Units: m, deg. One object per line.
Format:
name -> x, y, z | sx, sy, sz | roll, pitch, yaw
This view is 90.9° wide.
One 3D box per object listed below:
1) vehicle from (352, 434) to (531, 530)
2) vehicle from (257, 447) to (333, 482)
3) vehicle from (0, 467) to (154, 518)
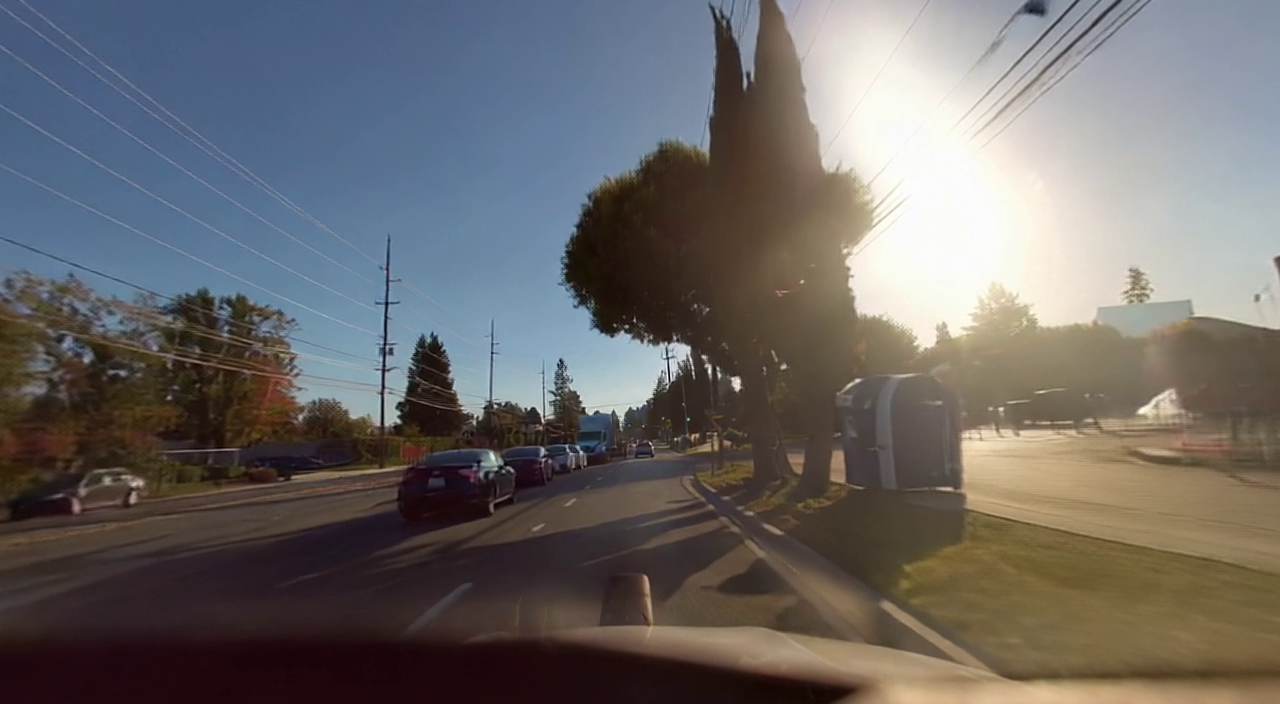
vehicle -> -3.456, 2.339, 11.936 | 1.998, 1.466, 4.124 | 0, -8, 1
vehicle -> -22.685, 7.376, 41.714 | 2.241, 2.143, 5.321 | 1, -8, -4
vehicle -> -20.678, 5.076, 23.150 | 2.231, 1.478, 4.603 | 1, -8, -5
